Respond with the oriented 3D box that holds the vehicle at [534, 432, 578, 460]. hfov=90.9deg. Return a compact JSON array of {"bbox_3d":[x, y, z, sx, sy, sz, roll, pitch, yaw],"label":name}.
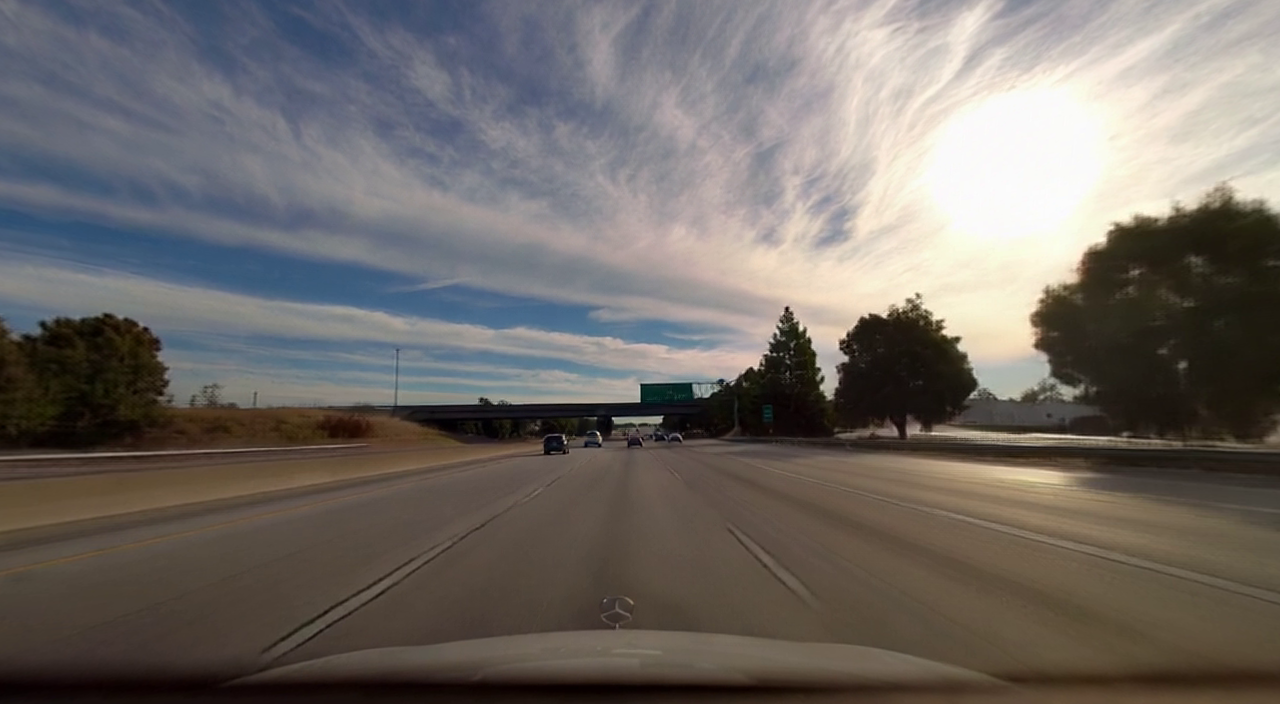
[{"bbox_3d":[-4.733,5.340,35.951,1.933,1.473,4.023,0,-8,0],"label":"vehicle"}]
